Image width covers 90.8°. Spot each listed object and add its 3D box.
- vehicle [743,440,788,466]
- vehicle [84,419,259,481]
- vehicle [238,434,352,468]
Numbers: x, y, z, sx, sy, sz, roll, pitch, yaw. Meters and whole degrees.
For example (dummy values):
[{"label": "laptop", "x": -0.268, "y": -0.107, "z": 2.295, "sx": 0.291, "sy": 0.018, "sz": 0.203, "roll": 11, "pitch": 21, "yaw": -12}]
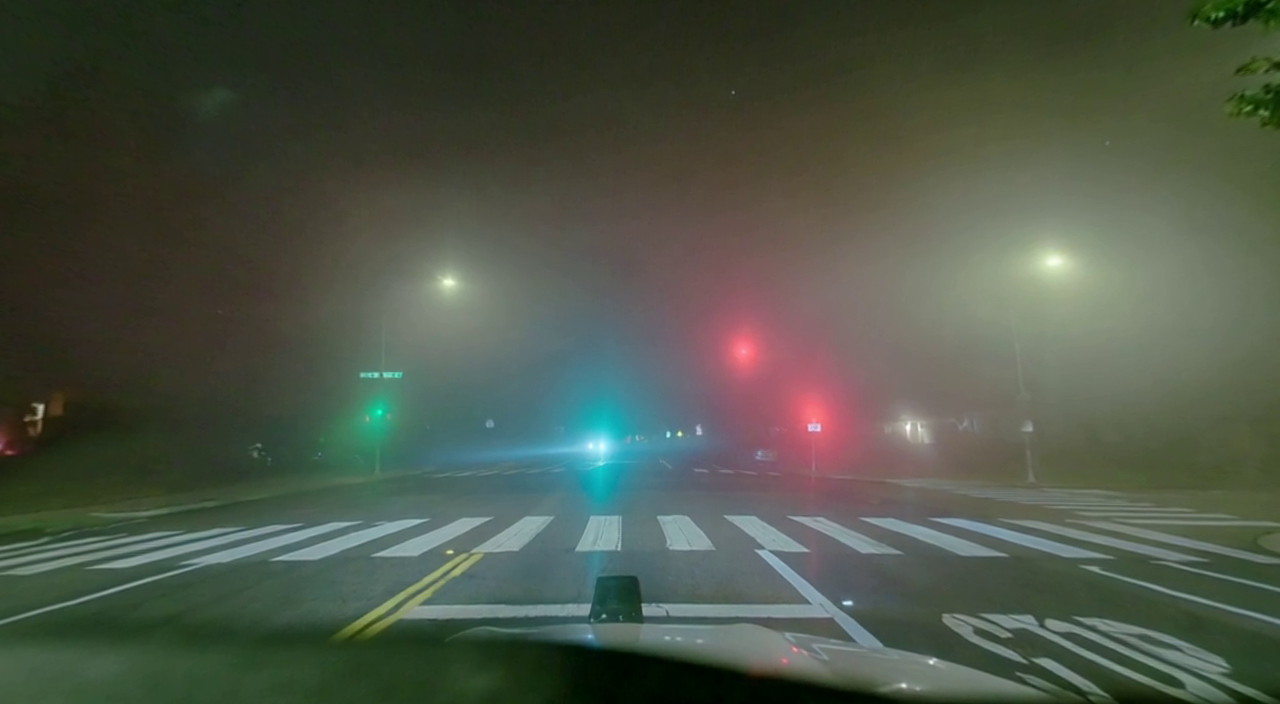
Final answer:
[{"label": "vehicle", "x": 8.005, "y": 6.498, "z": 40.792, "sx": 2.029, "sy": 1.554, "sz": 4.705, "roll": 0, "pitch": -9, "yaw": 1}, {"label": "vehicle", "x": -17.922, "y": 3.762, "z": 24.392, "sx": 4.800, "sy": 2.259, "sz": 2.303, "roll": 0, "pitch": -9, "yaw": -1}, {"label": "vehicle", "x": -17.946, "y": 5.169, "z": 33.045, "sx": 4.743, "sy": 1.734, "sz": 1.994, "roll": 0, "pitch": -9, "yaw": 0}]
